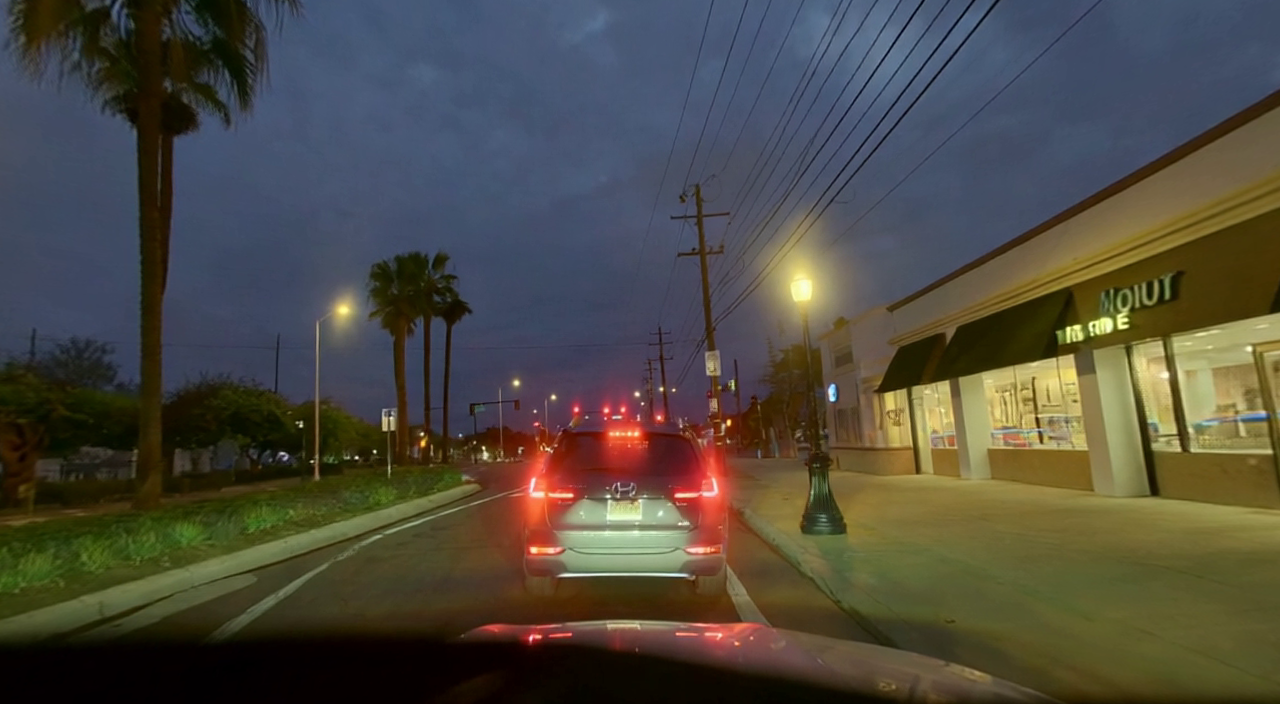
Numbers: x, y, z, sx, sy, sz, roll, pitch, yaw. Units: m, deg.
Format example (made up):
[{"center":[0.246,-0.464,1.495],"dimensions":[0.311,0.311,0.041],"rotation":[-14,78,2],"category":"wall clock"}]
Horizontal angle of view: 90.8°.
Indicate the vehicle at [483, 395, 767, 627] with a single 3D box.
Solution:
[{"center":[-0.190,1.454,6.665],"dimensions":[2.105,1.702,3.750],"rotation":[0,-8,-3],"category":"vehicle"}]
